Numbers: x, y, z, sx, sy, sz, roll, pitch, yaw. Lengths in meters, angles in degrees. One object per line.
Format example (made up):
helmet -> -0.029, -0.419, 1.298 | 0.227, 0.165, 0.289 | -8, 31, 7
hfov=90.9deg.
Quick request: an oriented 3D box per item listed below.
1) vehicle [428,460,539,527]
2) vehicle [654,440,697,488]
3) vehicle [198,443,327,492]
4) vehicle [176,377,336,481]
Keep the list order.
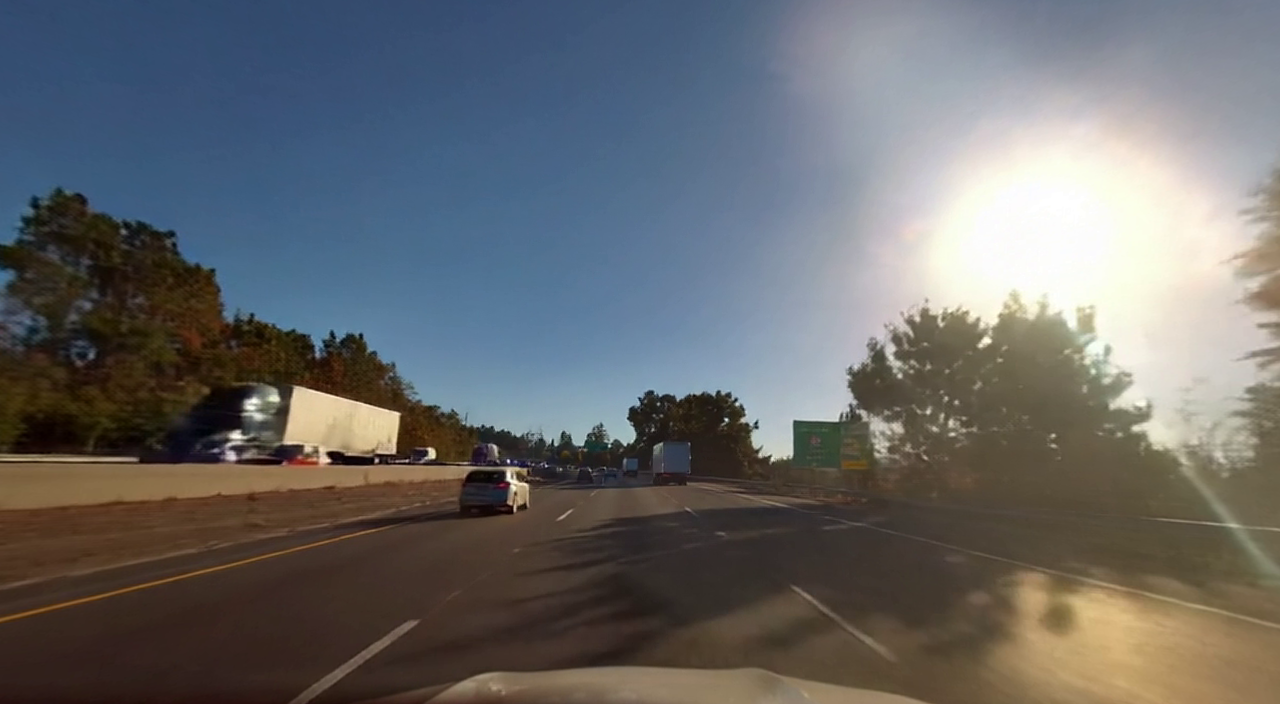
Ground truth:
vehicle -> -3.857, 3.568, 16.245 | 1.868, 1.485, 3.770 | 1, -11, 0
vehicle -> 2.718, 8.889, 49.984 | 2.738, 3.456, 7.520 | 1, -11, -2
vehicle -> -12.194, 3.796, 20.686 | 1.875, 1.432, 3.869 | 1, -11, -1
vehicle -> -15.857, 3.425, 26.691 | 2.985, 3.862, 5.846 | 1, -11, -2
